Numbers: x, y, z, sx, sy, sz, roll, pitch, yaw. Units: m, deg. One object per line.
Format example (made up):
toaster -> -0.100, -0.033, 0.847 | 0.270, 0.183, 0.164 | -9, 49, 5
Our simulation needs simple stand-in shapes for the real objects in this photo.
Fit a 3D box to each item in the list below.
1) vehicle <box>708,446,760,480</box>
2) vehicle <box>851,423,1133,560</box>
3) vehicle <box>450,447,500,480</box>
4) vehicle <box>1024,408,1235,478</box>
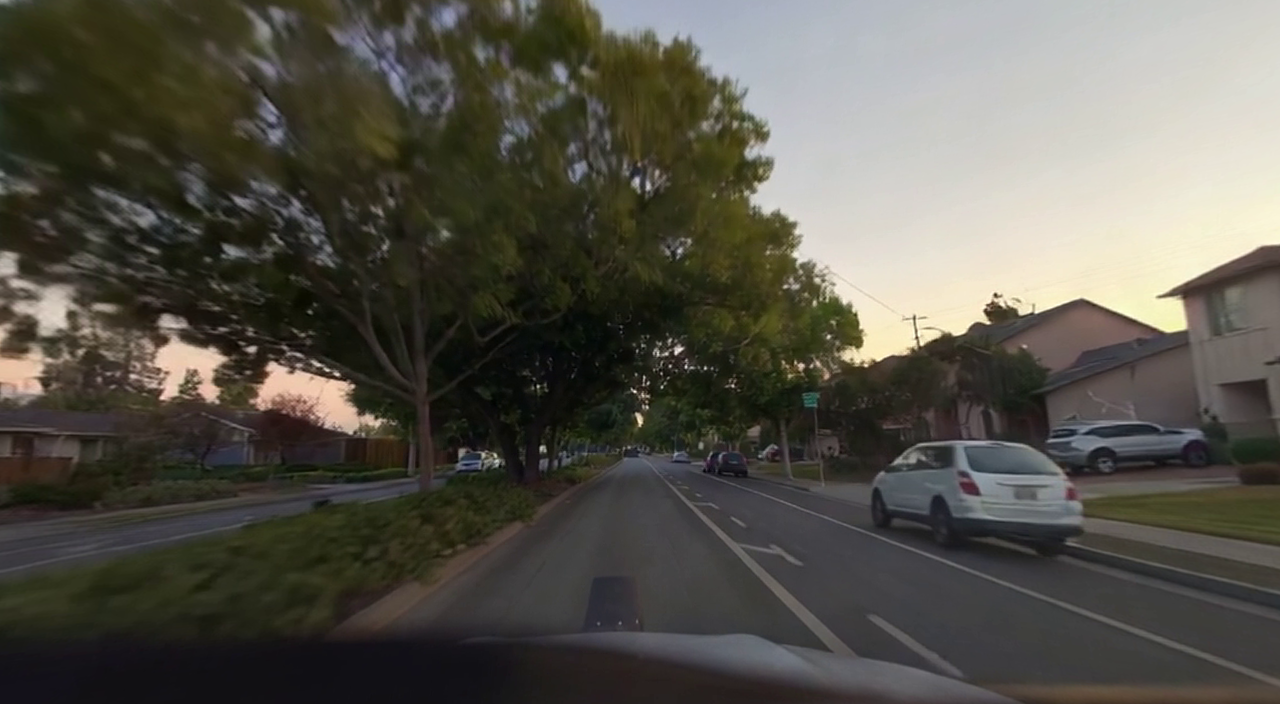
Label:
vehicle -> 4.848, 5.786, 33.202 | 1.900, 1.608, 5.037 | 0, -9, -1
vehicle -> 5.185, 2.088, 10.193 | 2.001, 1.693, 4.311 | 0, -9, 0
vehicle -> -12.250, 8.280, 47.317 | 2.396, 2.159, 5.470 | -3, -8, -1
vehicle -> 15.910, 3.000, 20.832 | 4.921, 2.117, 2.249 | -1, -9, 3
